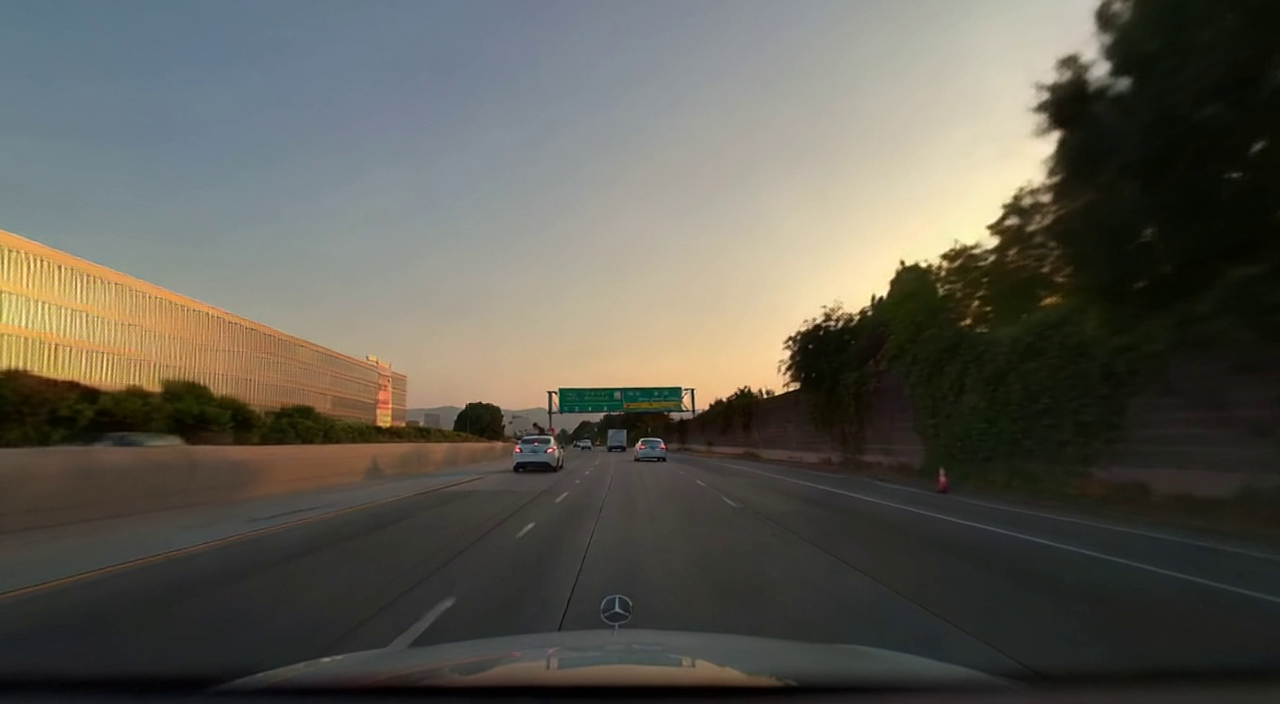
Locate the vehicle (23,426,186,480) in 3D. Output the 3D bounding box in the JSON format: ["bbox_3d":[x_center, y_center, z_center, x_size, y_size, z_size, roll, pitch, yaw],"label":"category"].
[{"bbox_3d":[-17.076,3.233,20.382,1.853,1.517,3.978,0,-8,-2],"label":"vehicle"}]

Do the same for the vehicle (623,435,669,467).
[{"bbox_3d":[0.263,5.519,35.263,2.078,1.608,3.982,0,-8,-6],"label":"vehicle"}]

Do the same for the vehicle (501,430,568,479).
[{"bbox_3d":[-4.139,4.080,25.345,2.080,1.733,4.410,0,-8,-2],"label":"vehicle"}]
